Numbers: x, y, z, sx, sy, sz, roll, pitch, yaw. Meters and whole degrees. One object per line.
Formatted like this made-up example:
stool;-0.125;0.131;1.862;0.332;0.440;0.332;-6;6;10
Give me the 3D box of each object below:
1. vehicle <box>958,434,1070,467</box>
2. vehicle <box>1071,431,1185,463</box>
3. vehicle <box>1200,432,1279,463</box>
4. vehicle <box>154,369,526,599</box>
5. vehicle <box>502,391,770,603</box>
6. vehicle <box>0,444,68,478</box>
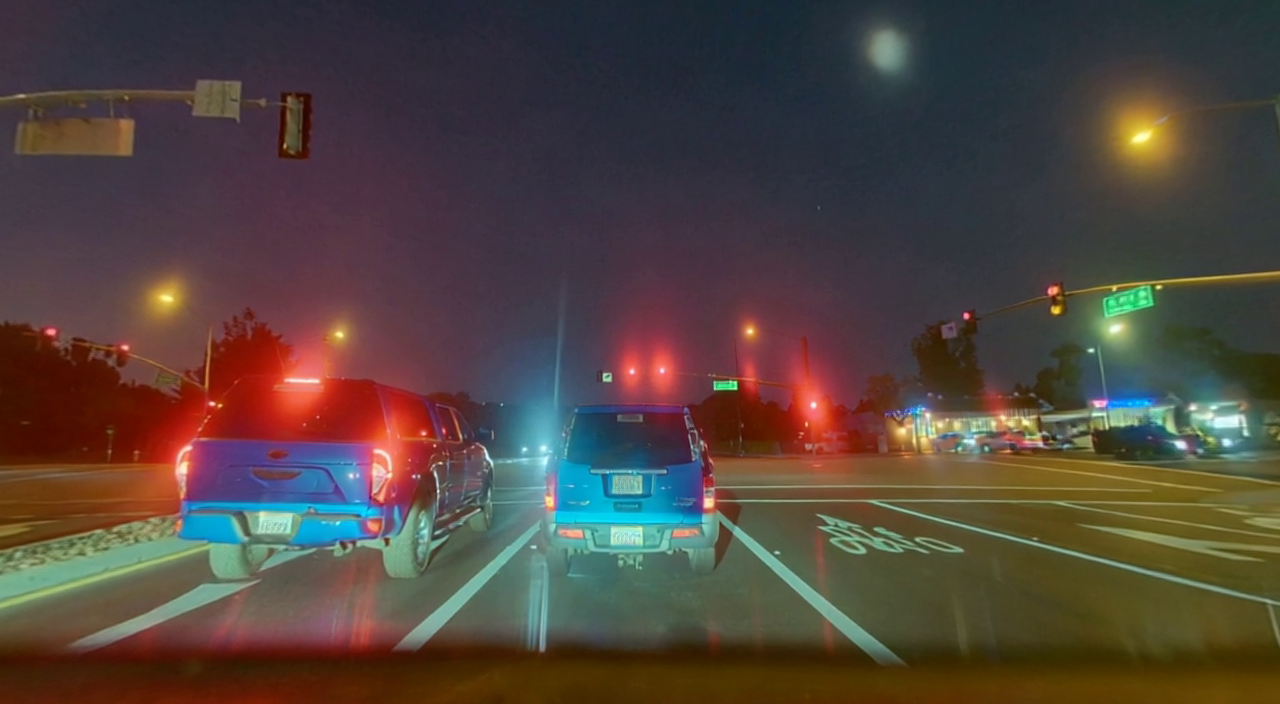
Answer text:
vehicle;19.315;5.105;32.580;4.624;1.601;1.871;0;-8;-3
vehicle;27.943;5.455;36.032;4.849;1.759;2.041;0;-8;-2
vehicle;35.909;5.551;36.488;4.714;1.754;2.041;0;-8;-2
vehicle;-2.967;1.457;7.788;2.220;1.926;4.870;0;-8;-1
vehicle;-0.058;1.533;7.590;2.204;1.738;4.690;0;-8;-1
vehicle;-32.166;5.477;31.689;4.406;1.682;2.040;0;-8;-2
